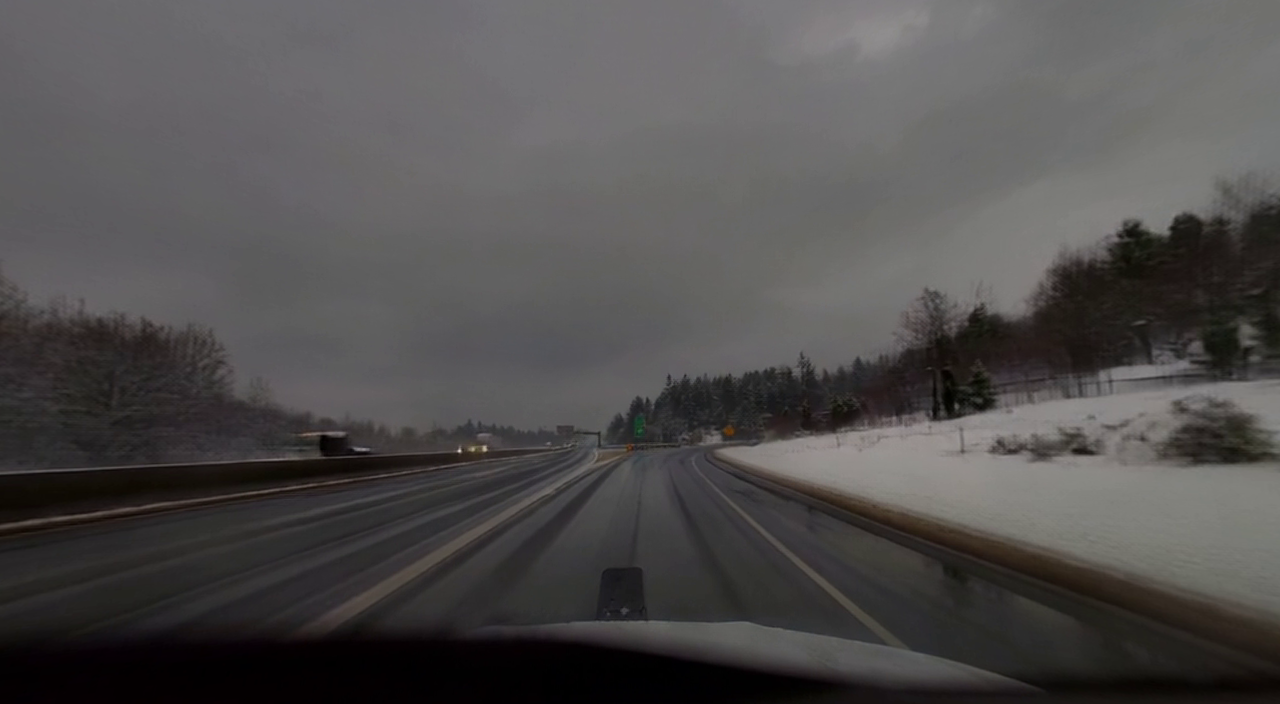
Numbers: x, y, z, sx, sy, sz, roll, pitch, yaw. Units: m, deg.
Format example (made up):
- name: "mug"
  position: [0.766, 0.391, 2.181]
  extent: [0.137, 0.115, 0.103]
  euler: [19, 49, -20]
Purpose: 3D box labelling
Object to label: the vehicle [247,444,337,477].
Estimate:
- name: "vehicle"
  position: [-16.933, 5.266, 30.837]
  extent: [1.849, 1.500, 4.466]
  euler: [0, -8, 0]
